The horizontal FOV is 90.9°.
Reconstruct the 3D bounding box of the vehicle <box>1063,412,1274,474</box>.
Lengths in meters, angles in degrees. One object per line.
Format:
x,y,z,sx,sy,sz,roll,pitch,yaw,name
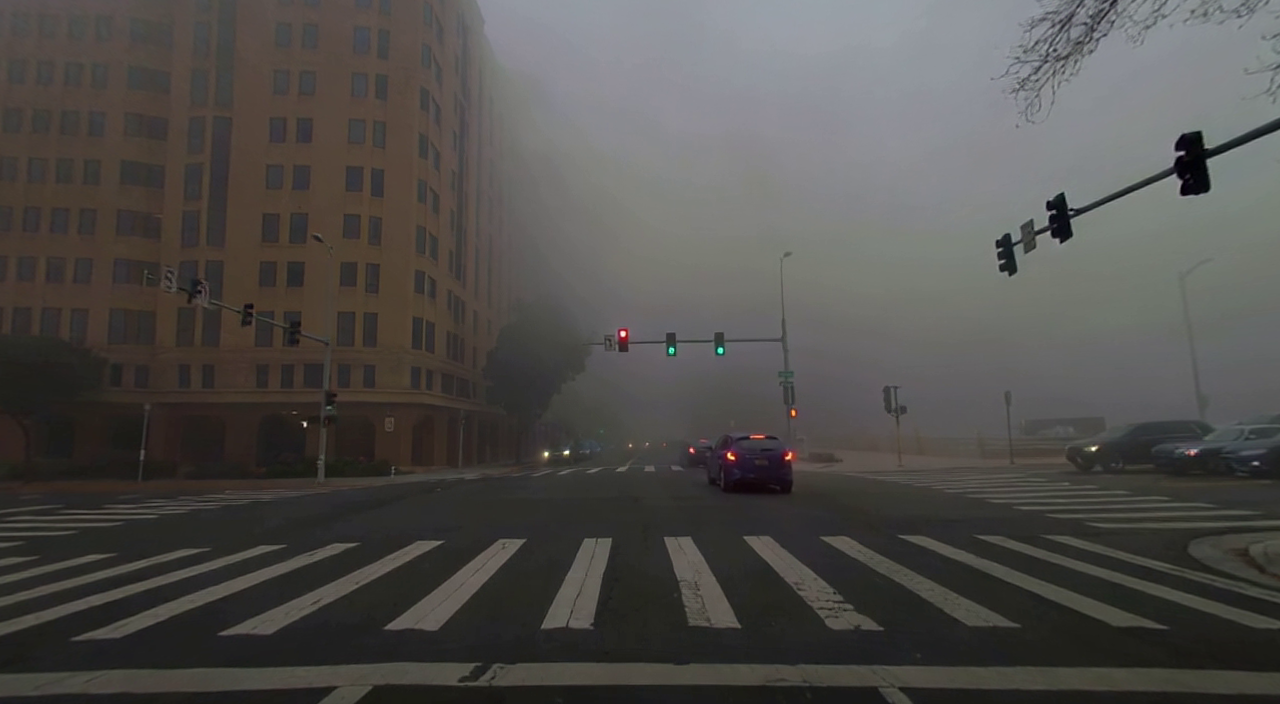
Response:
16.900,2.940,20.406,4.802,1.860,2.146,0,-8,1,vehicle

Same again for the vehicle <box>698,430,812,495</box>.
2.837,2.848,16.642,2.039,1.470,4.355,0,-8,-2,vehicle
